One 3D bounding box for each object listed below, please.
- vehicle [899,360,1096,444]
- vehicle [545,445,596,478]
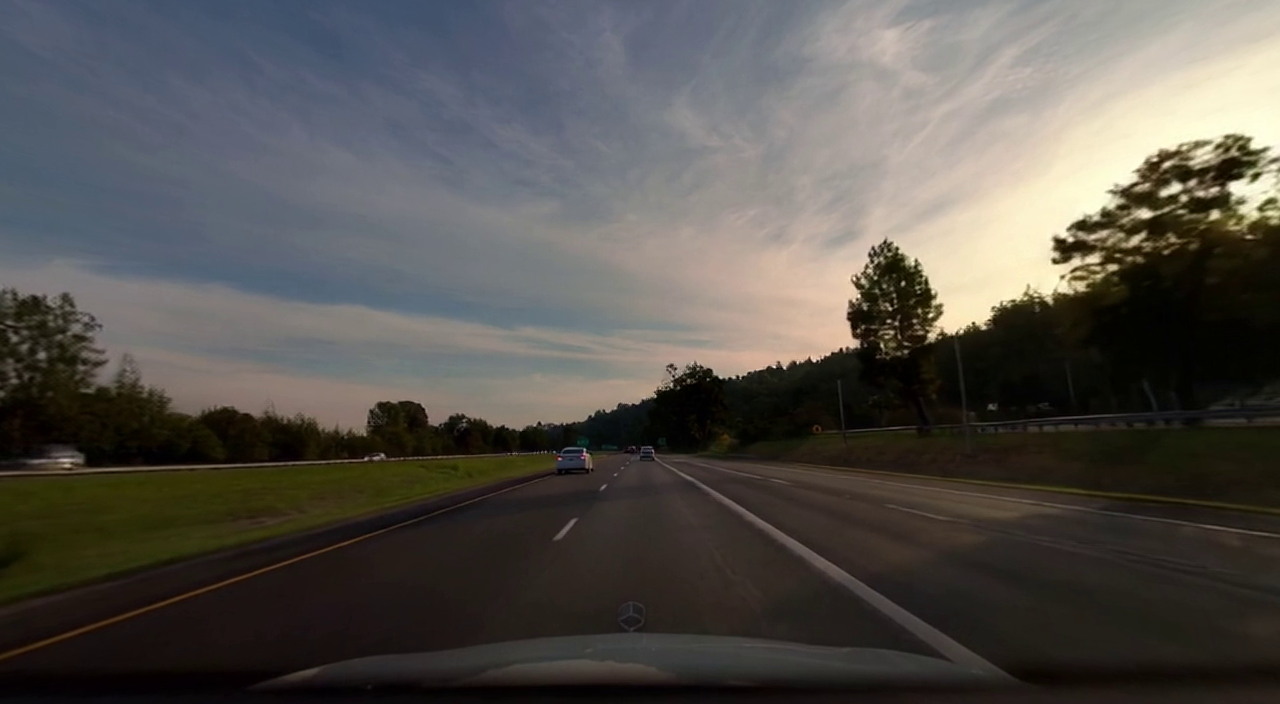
[{"bbox_3d":[21.049,3.606,39.231,3.077,4.132,15.370,0,-9,-1],"label":"vehicle"},{"bbox_3d":[-3.499,5.587,32.441,2.021,1.526,4.385,0,-8,1],"label":"vehicle"}]
